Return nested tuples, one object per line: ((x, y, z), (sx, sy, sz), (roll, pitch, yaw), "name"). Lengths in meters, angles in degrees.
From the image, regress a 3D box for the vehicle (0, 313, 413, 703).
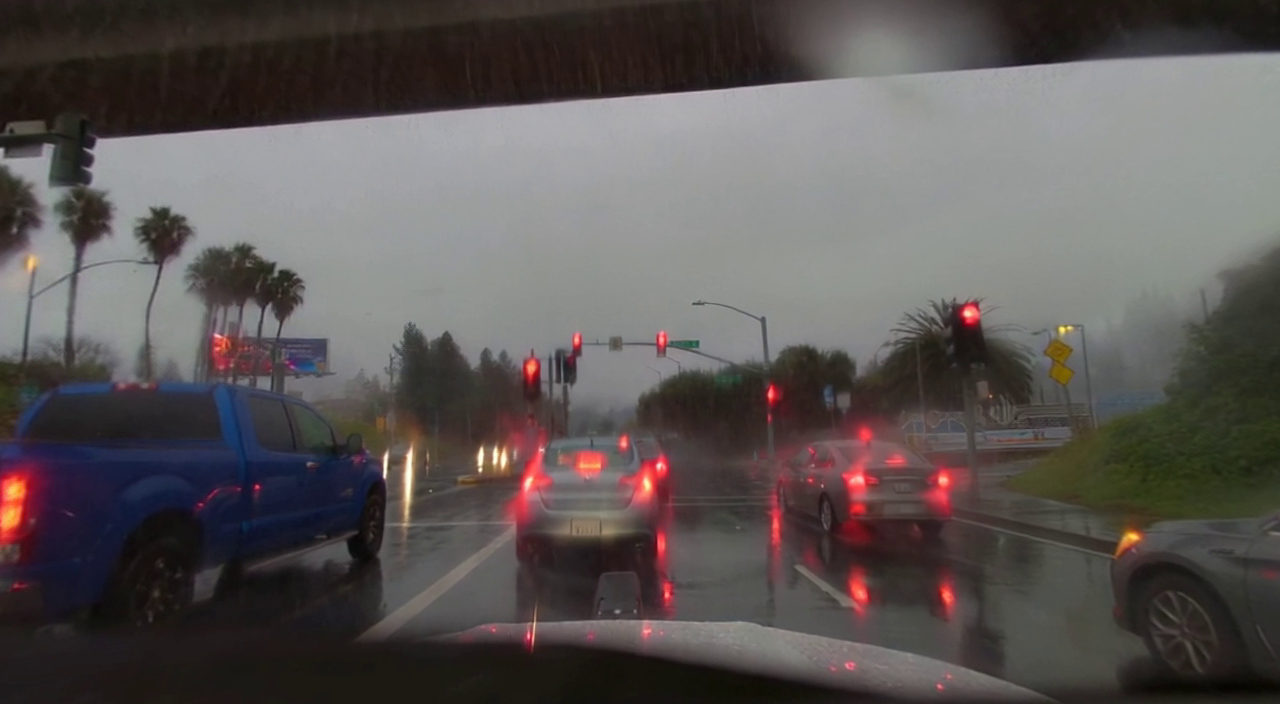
((-3.796, 1.103, 4.942), (2.078, 1.838, 5.448), (0, -9, -1), "vehicle")

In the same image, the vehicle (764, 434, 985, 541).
((3.682, 2.209, 10.989), (1.965, 1.448, 4.486), (0, -9, -2), "vehicle")

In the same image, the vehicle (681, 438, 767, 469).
((4.160, 5.110, 31.991), (1.878, 1.428, 4.416), (5, -10, -32), "vehicle")

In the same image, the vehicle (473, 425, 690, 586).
((-0.645, 1.749, 8.064), (2.035, 1.491, 4.090), (0, -9, -3), "vehicle")

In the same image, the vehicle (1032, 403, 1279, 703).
((3.873, 0.892, 2.211), (2.052, 1.496, 4.541), (0, -9, 0), "vehicle")
